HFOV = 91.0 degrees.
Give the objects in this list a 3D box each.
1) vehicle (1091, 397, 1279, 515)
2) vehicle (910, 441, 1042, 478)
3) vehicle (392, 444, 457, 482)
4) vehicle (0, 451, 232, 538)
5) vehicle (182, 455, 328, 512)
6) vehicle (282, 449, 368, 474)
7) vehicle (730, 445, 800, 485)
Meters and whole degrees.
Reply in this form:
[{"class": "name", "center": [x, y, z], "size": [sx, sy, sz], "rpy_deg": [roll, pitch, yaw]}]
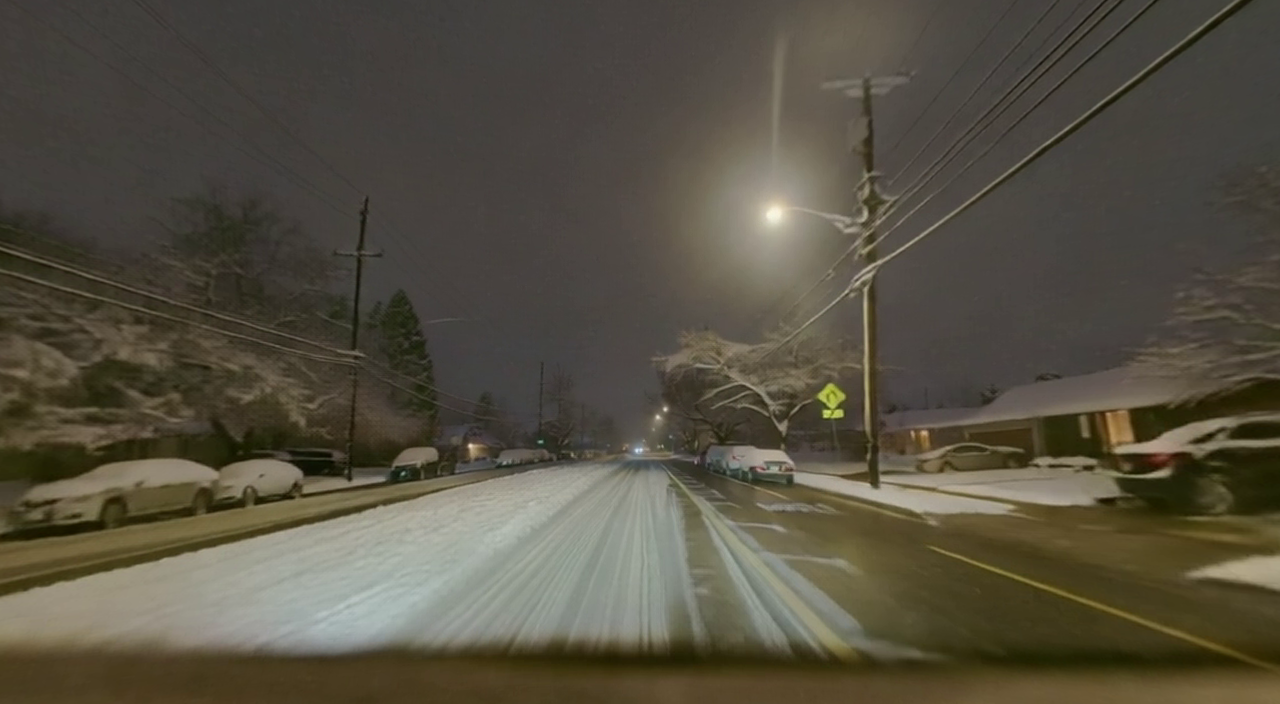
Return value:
[{"class": "vehicle", "center": [12.399, 1.888, 12.041], "size": [5.672, 1.951, 2.249], "rpy_deg": [-2, -9, 0]}, {"class": "vehicle", "center": [12.738, 4.080, 24.057], "size": [3.983, 1.332, 1.812], "rpy_deg": [0, -8, 2]}, {"class": "vehicle", "center": [-12.143, 6.258, 35.789], "size": [2.116, 1.875, 4.675], "rpy_deg": [-3, -9, 0]}, {"class": "vehicle", "center": [-12.311, 3.313, 15.295], "size": [1.999, 1.650, 4.381], "rpy_deg": [-3, -9, -2]}, {"class": "vehicle", "center": [-12.186, 4.147, 20.344], "size": [1.877, 1.474, 4.419], "rpy_deg": [-2, -9, 1]}, {"class": "vehicle", "center": [-20.828, 7.265, 41.763], "size": [4.601, 1.613, 2.030], "rpy_deg": [0, -8, -2]}, {"class": "vehicle", "center": [5.018, 4.563, 25.819], "size": [1.924, 1.471, 4.259], "rpy_deg": [0, -8, -1]}]
